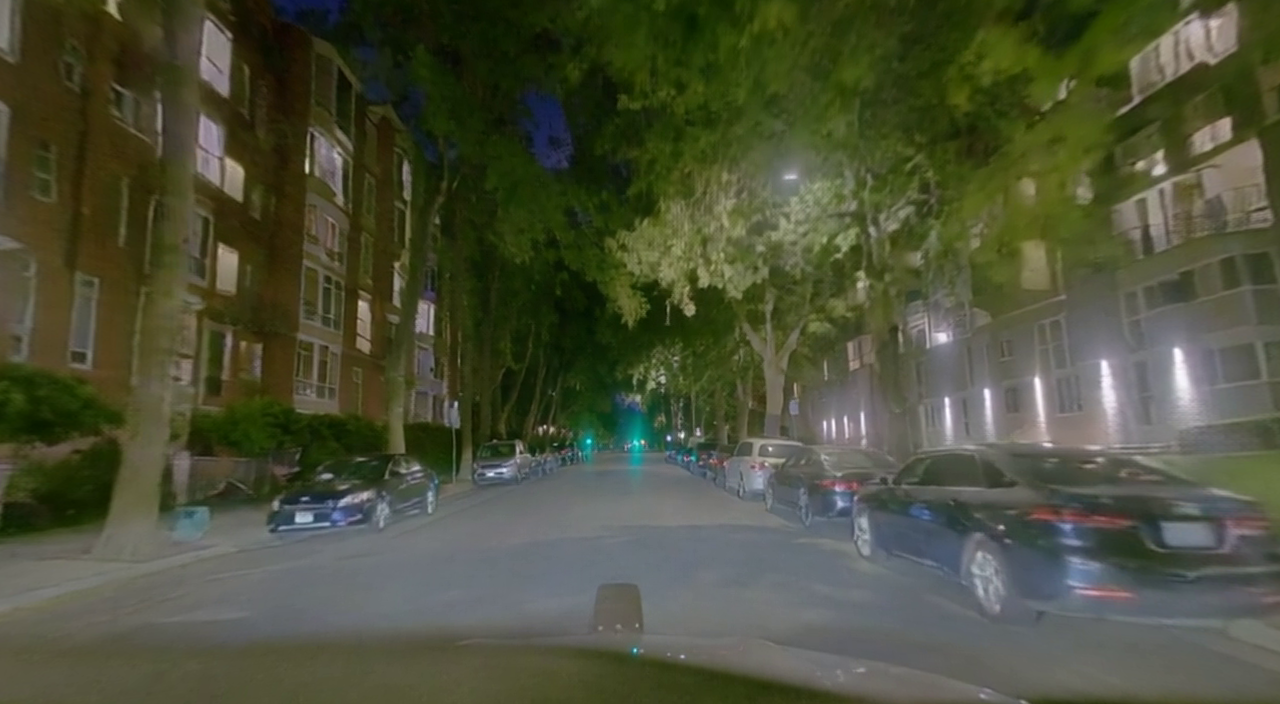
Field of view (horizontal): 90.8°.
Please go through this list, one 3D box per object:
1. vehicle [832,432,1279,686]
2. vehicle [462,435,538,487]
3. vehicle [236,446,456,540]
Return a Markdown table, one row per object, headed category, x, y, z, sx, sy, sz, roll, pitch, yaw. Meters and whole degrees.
| category | x | y | z | sx | sy | sz | roll | pitch | yaw |
| --- | --- | --- | --- | --- | --- | --- | --- | --- | --- |
| vehicle | 3.628 | 1.564 | 6.140 | 1.881 | 1.460 | 4.737 | 0 | -8 | -2 |
| vehicle | -5.512 | 4.324 | 25.526 | 2.069 | 1.881 | 4.697 | 0 | -8 | -1 |
| vehicle | -5.299 | 2.559 | 12.265 | 2.080 | 1.458 | 4.511 | 0 | -8 | 0 |
